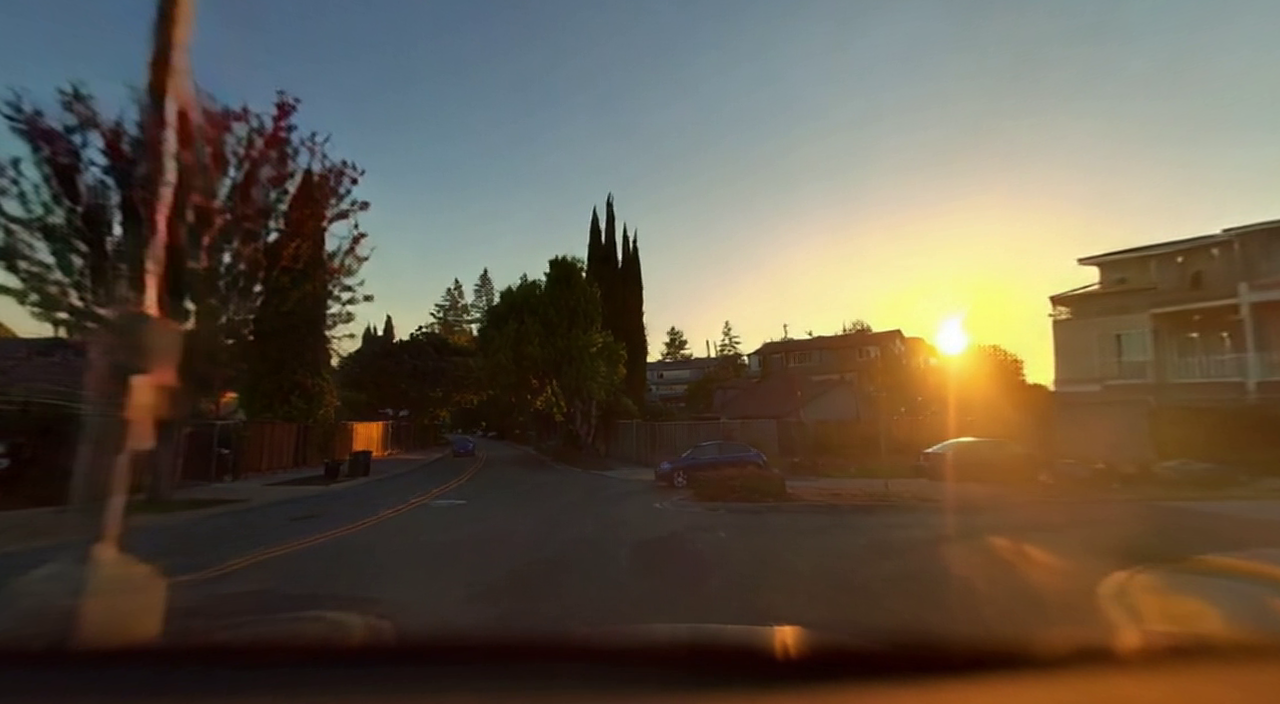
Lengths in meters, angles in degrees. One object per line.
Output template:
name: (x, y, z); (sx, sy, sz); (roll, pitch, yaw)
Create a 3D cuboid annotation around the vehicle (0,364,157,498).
vehicle: (-18.422, 2.396, 19.722); (2.438, 3.594, 5.582); (2, -7, -7)

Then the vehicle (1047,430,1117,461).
vehicle: (22.607, 4.814, 32.390); (1.825, 1.482, 4.073); (-3, -10, 20)

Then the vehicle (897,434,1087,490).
vehicle: (10.312, 3.278, 18.803); (4.378, 1.543, 2.080); (-1, -9, 4)

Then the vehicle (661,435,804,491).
vehicle: (2.643, 3.256, 18.635); (3.772, 1.531, 1.949); (1, -9, -6)
